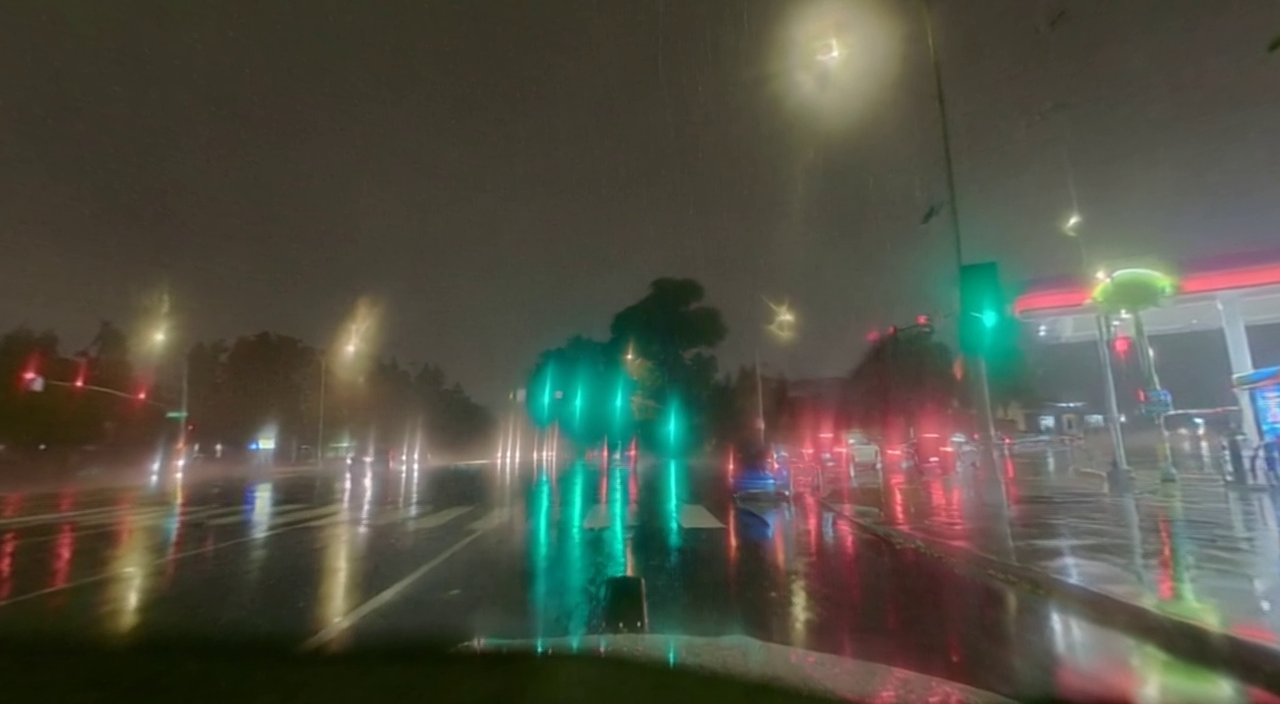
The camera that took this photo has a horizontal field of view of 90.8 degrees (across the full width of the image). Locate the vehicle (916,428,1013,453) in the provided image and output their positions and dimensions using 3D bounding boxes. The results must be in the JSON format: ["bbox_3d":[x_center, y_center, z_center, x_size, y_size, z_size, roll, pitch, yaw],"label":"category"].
[{"bbox_3d":[19.049,5.213,37.250,4.700,1.417,1.789,0,-8,-1],"label":"vehicle"}]

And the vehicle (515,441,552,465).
[{"bbox_3d":[-7.833,7.455,46.787,2.018,1.692,4.226,0,-8,0],"label":"vehicle"}]

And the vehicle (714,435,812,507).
[{"bbox_3d":[3.146,2.814,15.482,1.976,1.462,4.342,-2,-9,15],"label":"vehicle"}]

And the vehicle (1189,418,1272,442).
[{"bbox_3d":[40.701,5.421,43.592,3.923,1.619,1.817,0,-8,-2],"label":"vehicle"}]

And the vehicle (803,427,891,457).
[{"bbox_3d":[12.167,5.323,37.276,4.524,1.681,1.823,0,-8,-3],"label":"vehicle"}]

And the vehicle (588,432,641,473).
[{"bbox_3d":[-1.098,4.539,28.734,2.210,1.722,4.215,0,-8,-1],"label":"vehicle"}]

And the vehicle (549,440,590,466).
[{"bbox_3d":[-4.220,6.155,38.587,2.003,1.492,4.291,0,-8,0],"label":"vehicle"}]
